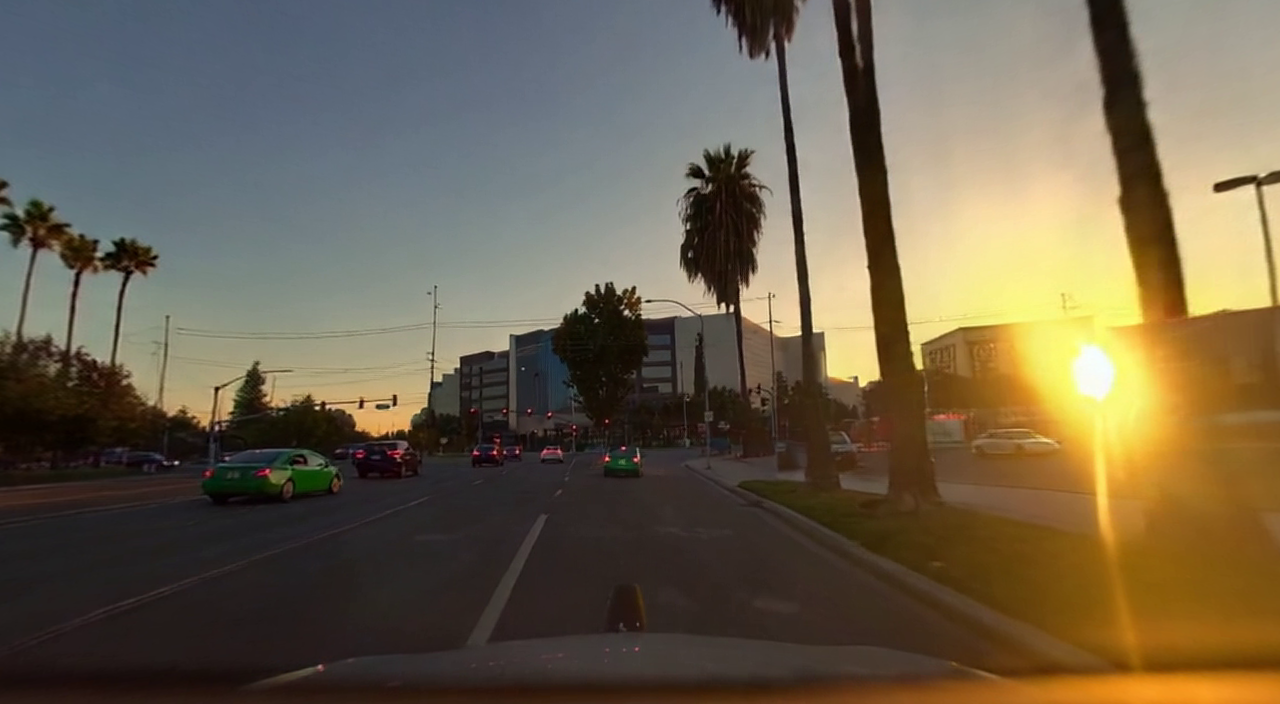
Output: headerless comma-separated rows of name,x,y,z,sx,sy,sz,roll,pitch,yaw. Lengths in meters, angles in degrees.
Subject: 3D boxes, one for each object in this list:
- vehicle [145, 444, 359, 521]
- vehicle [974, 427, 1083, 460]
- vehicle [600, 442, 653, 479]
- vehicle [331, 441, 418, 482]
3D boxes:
vehicle,-8.455,2.846,14.401,1.958,1.455,4.504,0,-9,1
vehicle,18.582,4.457,30.485,1.882,1.463,4.550,1,-10,-9
vehicle,-0.500,4.809,28.256,2.070,1.493,4.570,-1,-9,3
vehicle,-11.881,4.905,28.688,2.108,1.669,5.076,1,-9,-5
